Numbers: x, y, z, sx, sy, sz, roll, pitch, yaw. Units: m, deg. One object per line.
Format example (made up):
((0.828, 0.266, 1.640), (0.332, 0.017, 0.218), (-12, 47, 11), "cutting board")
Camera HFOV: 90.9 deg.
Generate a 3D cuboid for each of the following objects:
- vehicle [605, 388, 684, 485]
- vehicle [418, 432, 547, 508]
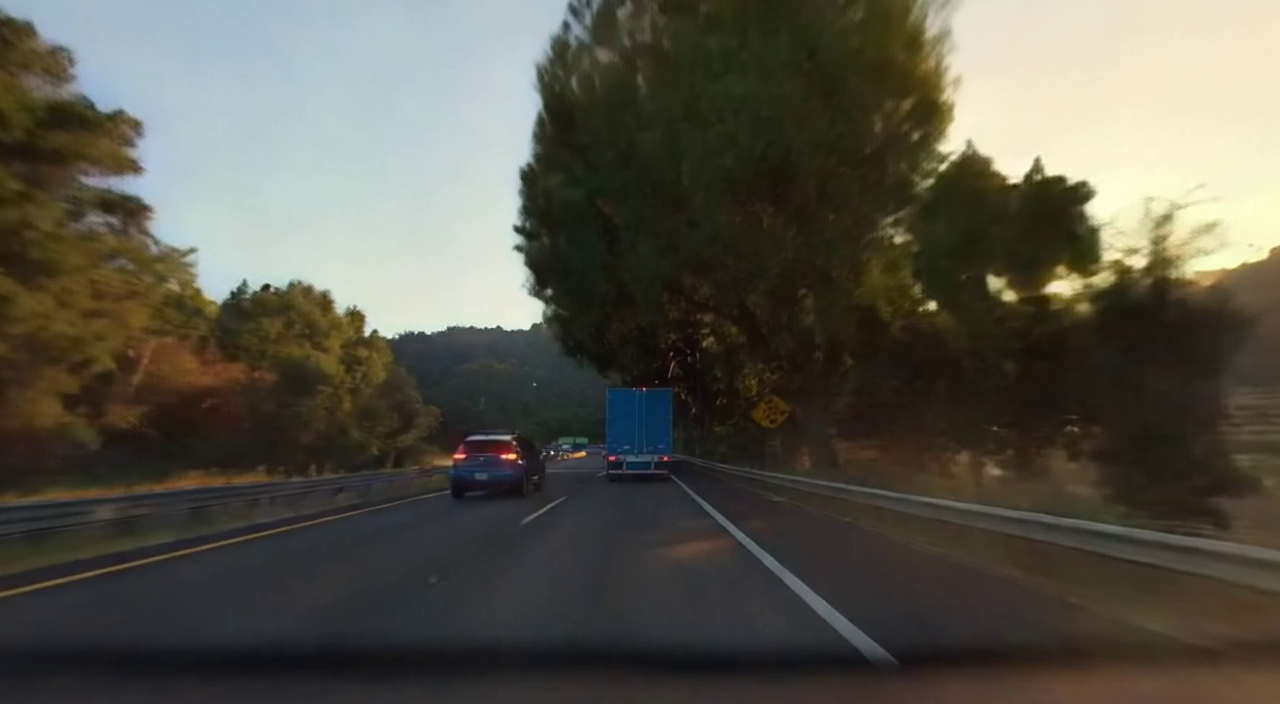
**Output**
((0.010, 3.771, 27.477), (2.913, 3.530, 8.648), (0, -9, -2), "vehicle")
((-3.830, 2.969, 16.238), (2.160, 1.661, 4.388), (0, -9, 0), "vehicle")
